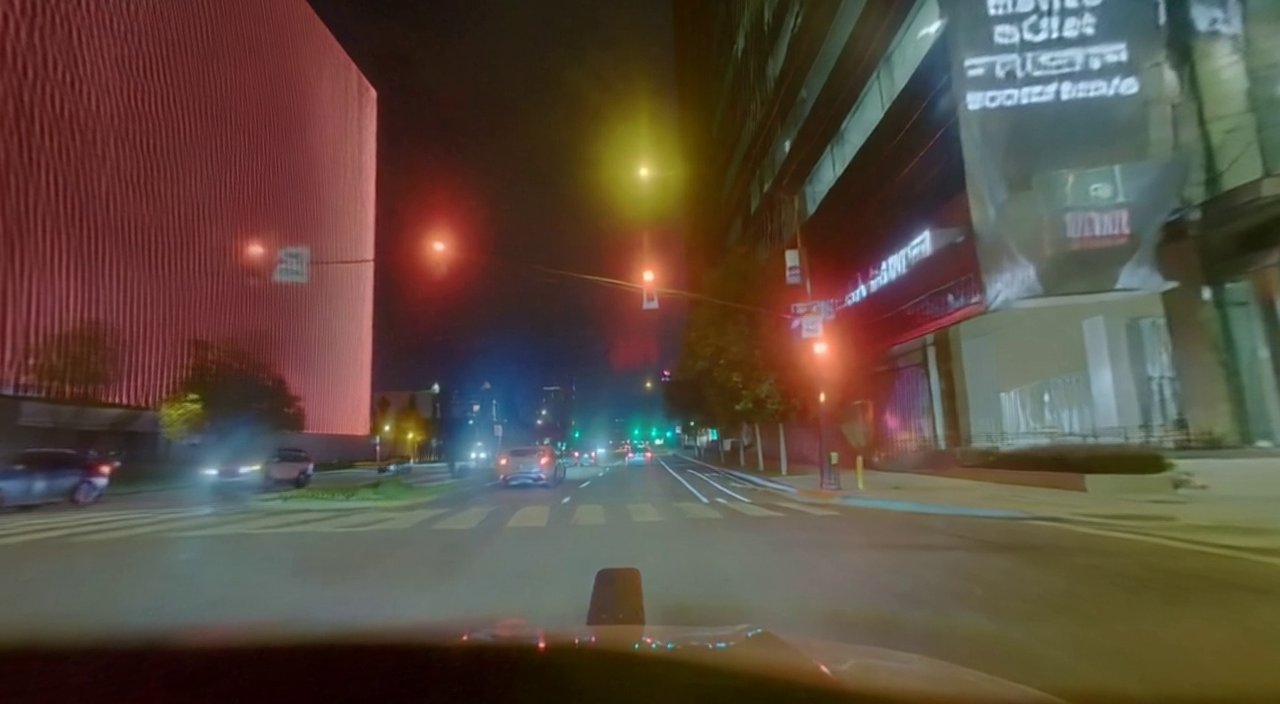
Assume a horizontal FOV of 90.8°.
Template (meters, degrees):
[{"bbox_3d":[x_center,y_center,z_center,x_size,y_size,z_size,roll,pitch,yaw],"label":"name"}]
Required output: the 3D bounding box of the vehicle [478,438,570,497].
[{"bbox_3d":[-3.304,3.363,18.790,1.983,1.545,3.773,0,-8,0],"label":"vehicle"}]

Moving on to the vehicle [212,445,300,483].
[{"bbox_3d":[-20.478,5.954,33.926,2.068,1.848,4.247,0,-8,0],"label":"vehicle"}]

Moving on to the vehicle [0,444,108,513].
[{"bbox_3d":[-17.183,3.347,16.949,1.926,1.711,4.516,0,-8,-1],"label":"vehicle"}]

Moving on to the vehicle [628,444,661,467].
[{"bbox_3d":[0.235,6.927,42.463,2.102,1.482,4.125,0,-8,-1],"label":"vehicle"}]

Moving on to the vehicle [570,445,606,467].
[{"bbox_3d":[-3.631,7.365,44.942,2.088,1.430,4.482,0,-8,1],"label":"vehicle"}]

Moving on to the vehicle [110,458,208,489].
[{"bbox_3d":[-26.682,6.734,35.290,1.972,1.436,4.502,0,-8,0],"label":"vehicle"}]
